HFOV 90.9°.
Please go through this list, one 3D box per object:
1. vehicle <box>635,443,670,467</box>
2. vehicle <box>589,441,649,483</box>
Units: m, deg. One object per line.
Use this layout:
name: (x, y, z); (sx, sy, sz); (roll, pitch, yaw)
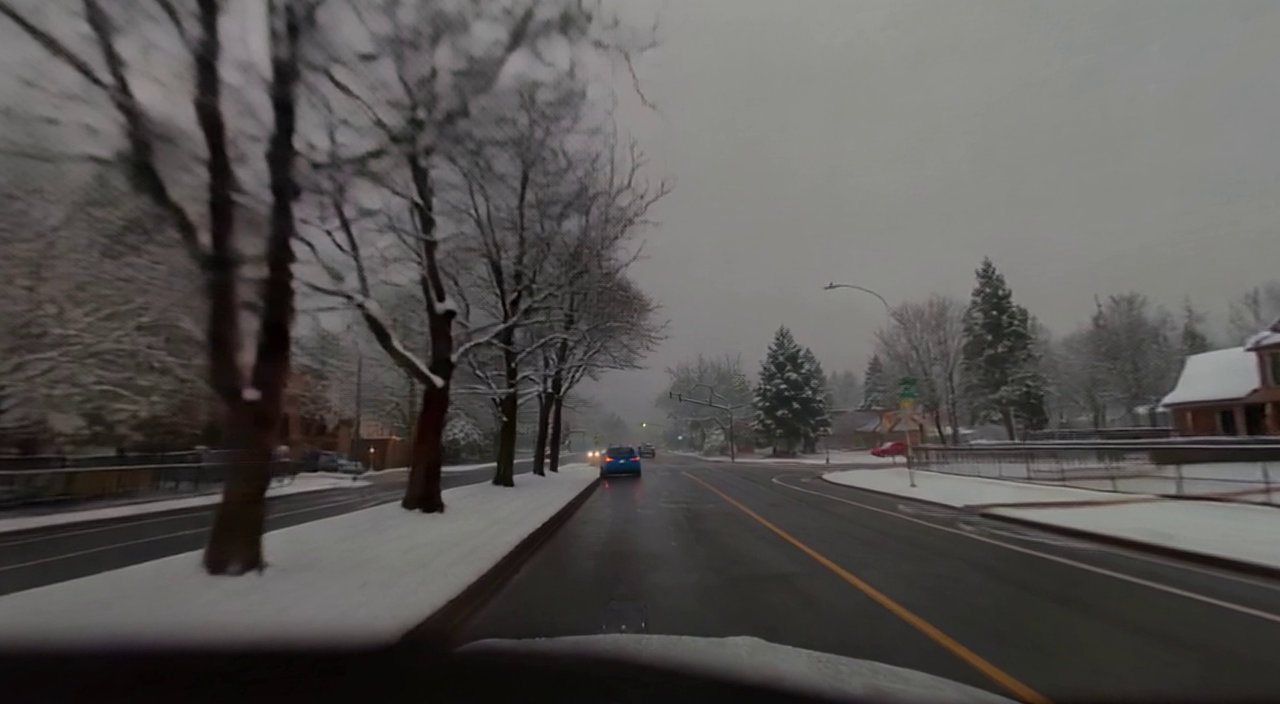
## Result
vehicle: (0.799, 6.883, 42.219); (2.226, 1.505, 4.128); (0, -9, 0)
vehicle: (-0.854, 4.318, 25.048); (2.158, 1.469, 4.909); (0, -9, -2)
